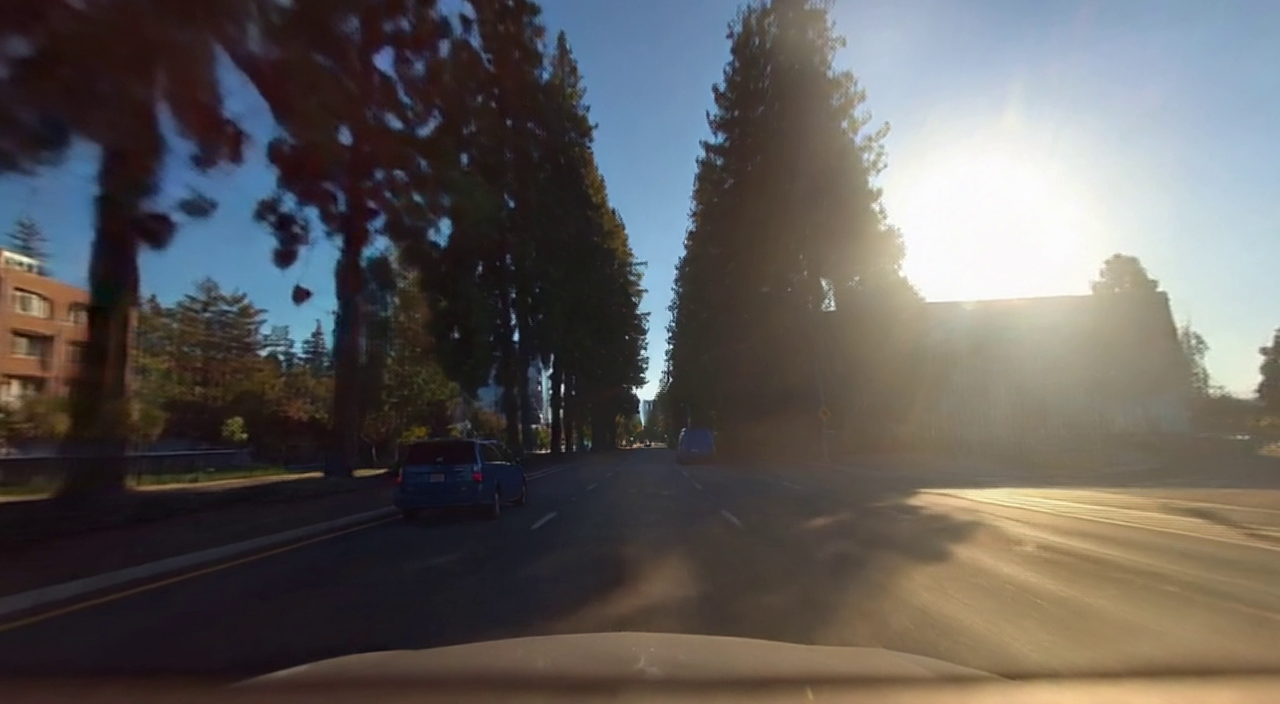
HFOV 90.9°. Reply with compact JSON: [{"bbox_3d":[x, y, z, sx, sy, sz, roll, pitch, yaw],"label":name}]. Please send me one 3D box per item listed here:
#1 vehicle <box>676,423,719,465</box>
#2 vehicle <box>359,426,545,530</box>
[{"bbox_3d":[3.851,6.337,43.184,2.349,2.671,5.744,0,-9,0],"label":"vehicle"},{"bbox_3d":[-3.302,2.332,12.233,2.129,1.602,4.532,0,-9,1],"label":"vehicle"}]
